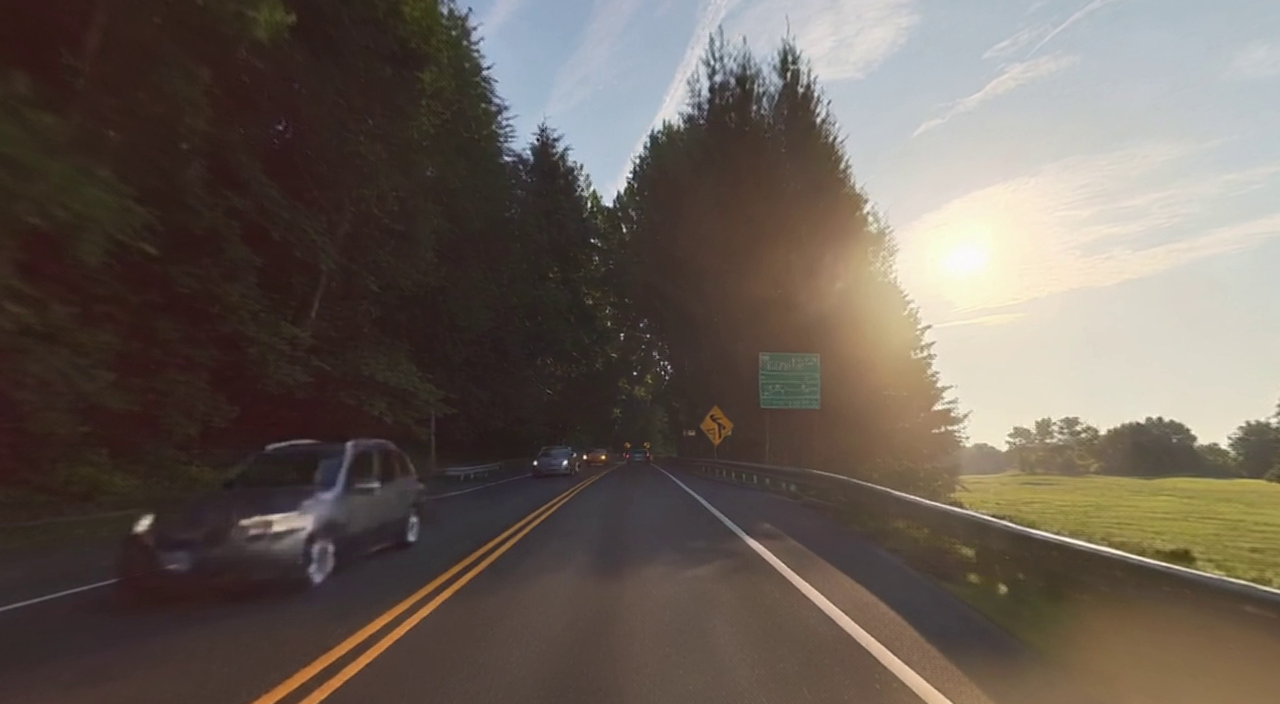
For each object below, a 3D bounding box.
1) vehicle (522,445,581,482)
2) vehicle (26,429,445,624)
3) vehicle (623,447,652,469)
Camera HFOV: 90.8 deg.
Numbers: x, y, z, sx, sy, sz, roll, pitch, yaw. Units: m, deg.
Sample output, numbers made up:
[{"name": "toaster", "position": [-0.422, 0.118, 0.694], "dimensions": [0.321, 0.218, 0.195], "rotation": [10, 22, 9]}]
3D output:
[{"name": "vehicle", "position": [-3.870, 4.947, 28.383], "dimensions": [1.981, 1.486, 4.348], "rotation": [-1, -8, 0]}, {"name": "vehicle", "position": [-3.913, 1.715, 7.243], "dimensions": [1.987, 1.526, 4.205], "rotation": [-1, -8, 0]}, {"name": "vehicle", "position": [-0.196, 7.674, 46.116], "dimensions": [2.067, 1.486, 3.861], "rotation": [0, -8, -1]}]
